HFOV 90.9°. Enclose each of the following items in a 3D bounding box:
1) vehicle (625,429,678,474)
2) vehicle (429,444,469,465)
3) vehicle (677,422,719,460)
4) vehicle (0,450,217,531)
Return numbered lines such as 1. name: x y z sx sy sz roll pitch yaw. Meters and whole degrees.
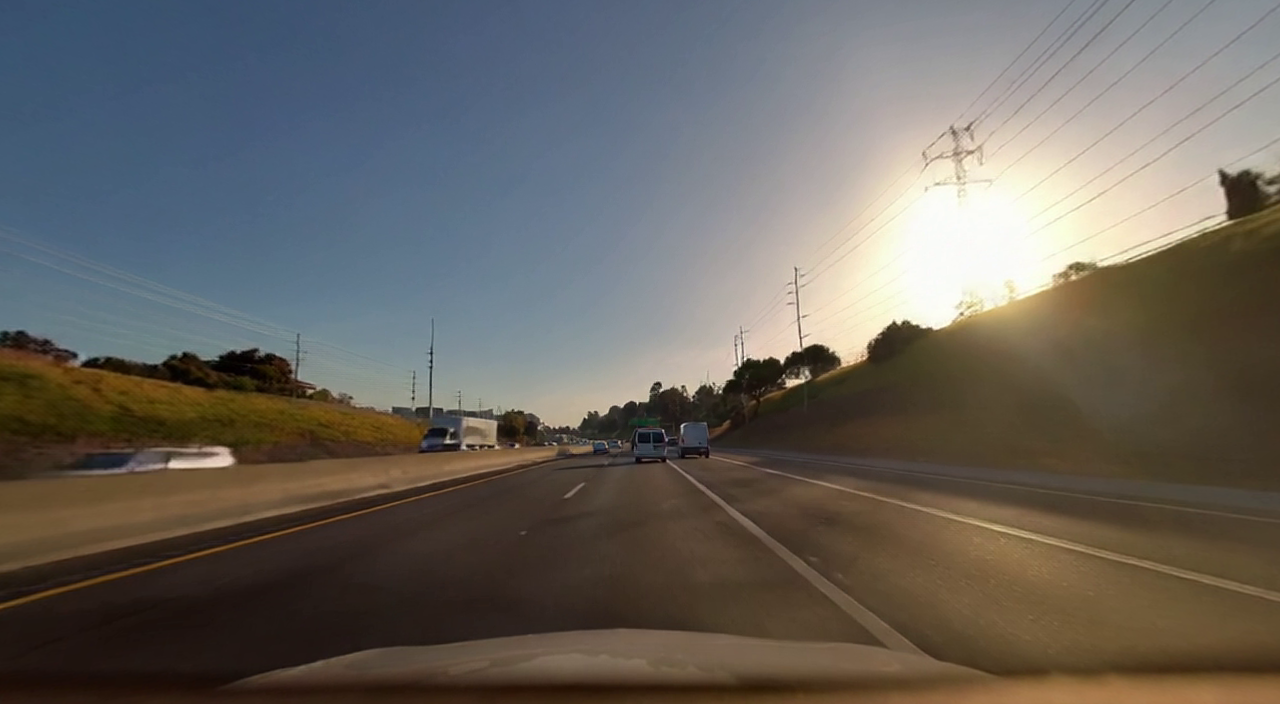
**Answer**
1. vehicle: 0.462 4.314 27.789 2.159 1.811 4.238 0 -8 -1
2. vehicle: -14.635 7.823 48.473 1.786 1.505 3.853 0 -8 1
3. vehicle: 3.894 6.123 43.460 2.348 2.429 5.172 0 -8 -1
4. vehicle: -11.894 3.000 14.238 1.872 1.450 4.016 0 -8 0
